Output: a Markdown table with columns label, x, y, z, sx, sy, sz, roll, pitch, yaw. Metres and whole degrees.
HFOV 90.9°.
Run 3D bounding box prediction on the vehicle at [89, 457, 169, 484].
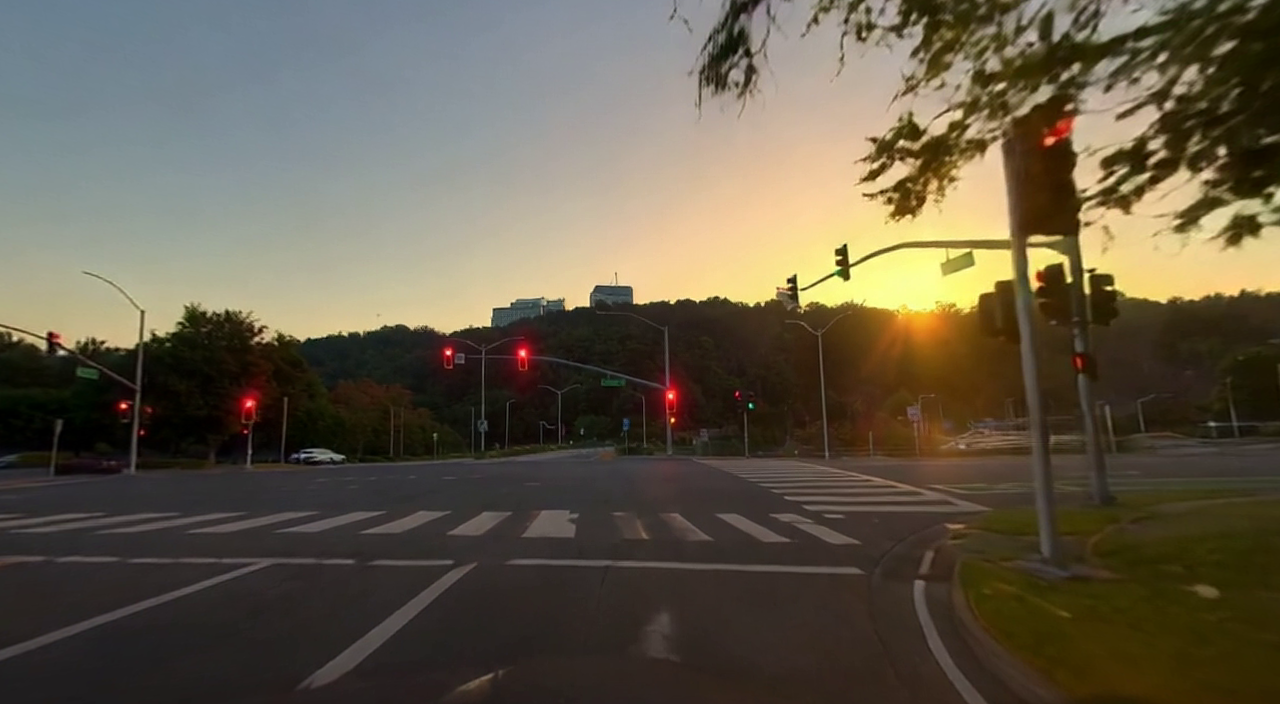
| label | x | y | z | sx | sy | sz | roll | pitch | yaw |
| --- | --- | --- | --- | --- | --- | --- | --- | --- | --- |
| vehicle | -36.143 | 8.365 | 44.612 | 4.241 | 1.413 | 1.673 | -3 | -5 | -1 |

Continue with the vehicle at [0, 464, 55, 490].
| label | x | y | z | sx | sy | sz | roll | pitch | yaw |
| --- | --- | --- | --- | --- | --- | --- | --- | --- | --- |
| vehicle | -36.737 | 7.260 | 36.638 | 3.748 | 1.389 | 1.656 | -1 | -8 | 0 |
